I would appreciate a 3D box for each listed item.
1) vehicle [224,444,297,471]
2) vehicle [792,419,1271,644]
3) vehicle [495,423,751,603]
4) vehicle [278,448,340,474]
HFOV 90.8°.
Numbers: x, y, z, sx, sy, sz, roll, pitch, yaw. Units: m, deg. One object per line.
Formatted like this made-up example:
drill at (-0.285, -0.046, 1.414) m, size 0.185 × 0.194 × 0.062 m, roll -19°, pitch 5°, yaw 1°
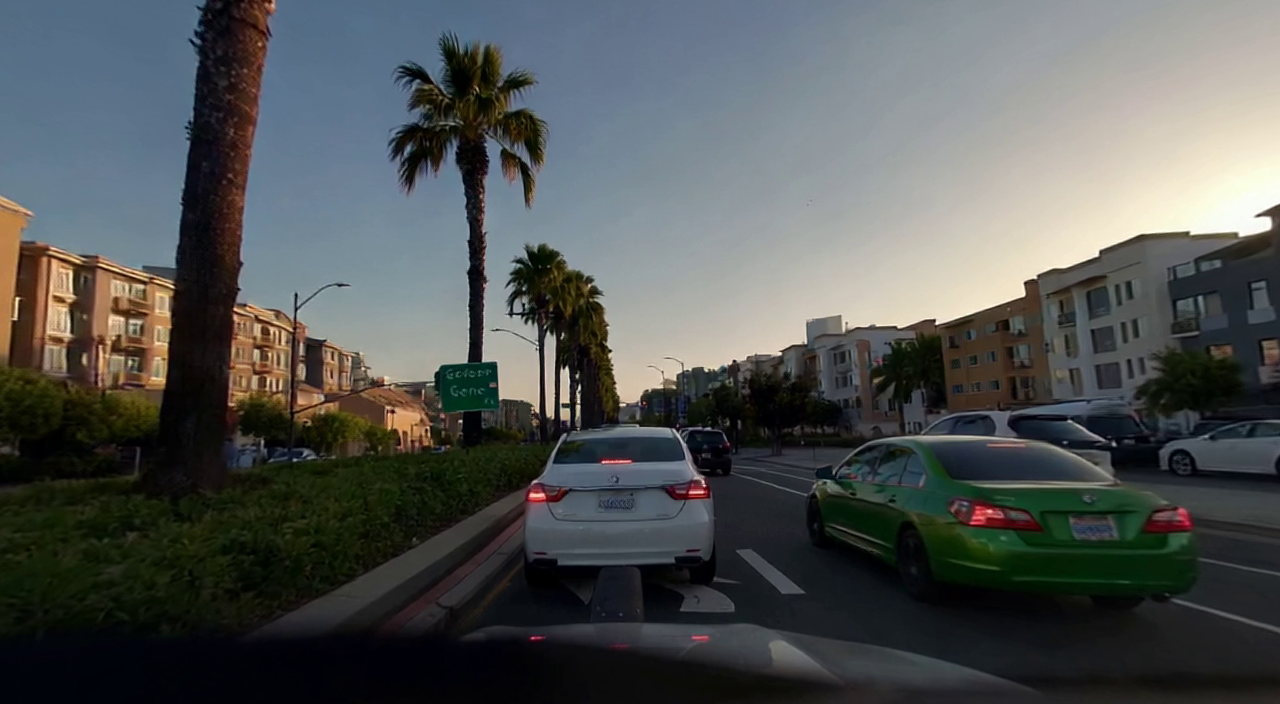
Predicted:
vehicle at (-28.255, 7.869, 47.272) m, size 2.115 × 1.884 × 5.481 m, roll 0°, pitch -8°, yaw -1°
vehicle at (3.144, 1.515, 6.456) m, size 1.925 × 1.451 × 4.436 m, roll 0°, pitch -8°, yaw -2°
vehicle at (-0.156, 1.659, 7.373) m, size 2.158 × 1.498 × 3.919 m, roll 0°, pitch -8°, yaw 0°
vehicle at (-20.568, 6.763, 39.396) m, size 1.764 × 1.510 × 3.827 m, roll 0°, pitch -9°, yaw 0°
